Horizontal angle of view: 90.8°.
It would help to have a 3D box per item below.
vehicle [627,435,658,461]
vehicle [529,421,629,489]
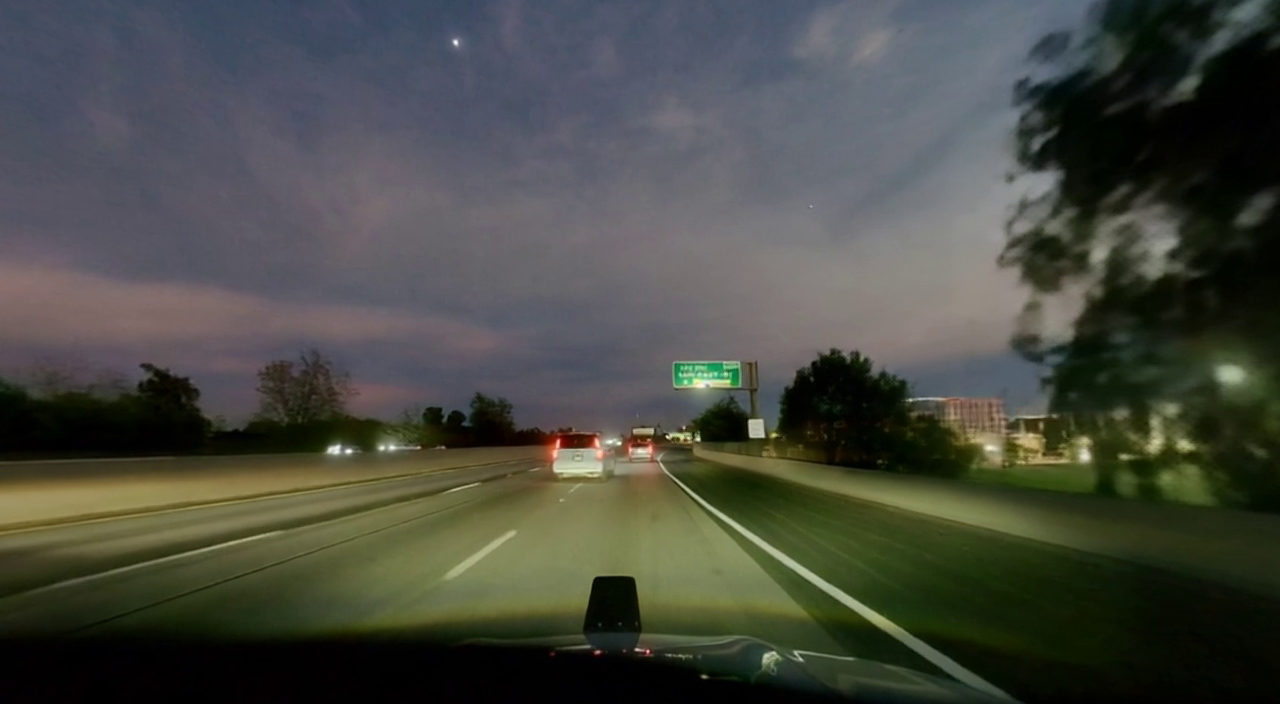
[{"bbox_3d":[0.229,7.437,48.921,2.306,1.857,4.657,0,-9,1],"label":"vehicle"},{"bbox_3d":[-1.817,3.423,21.179,2.497,1.957,5.432,-1,-9,4],"label":"vehicle"}]
